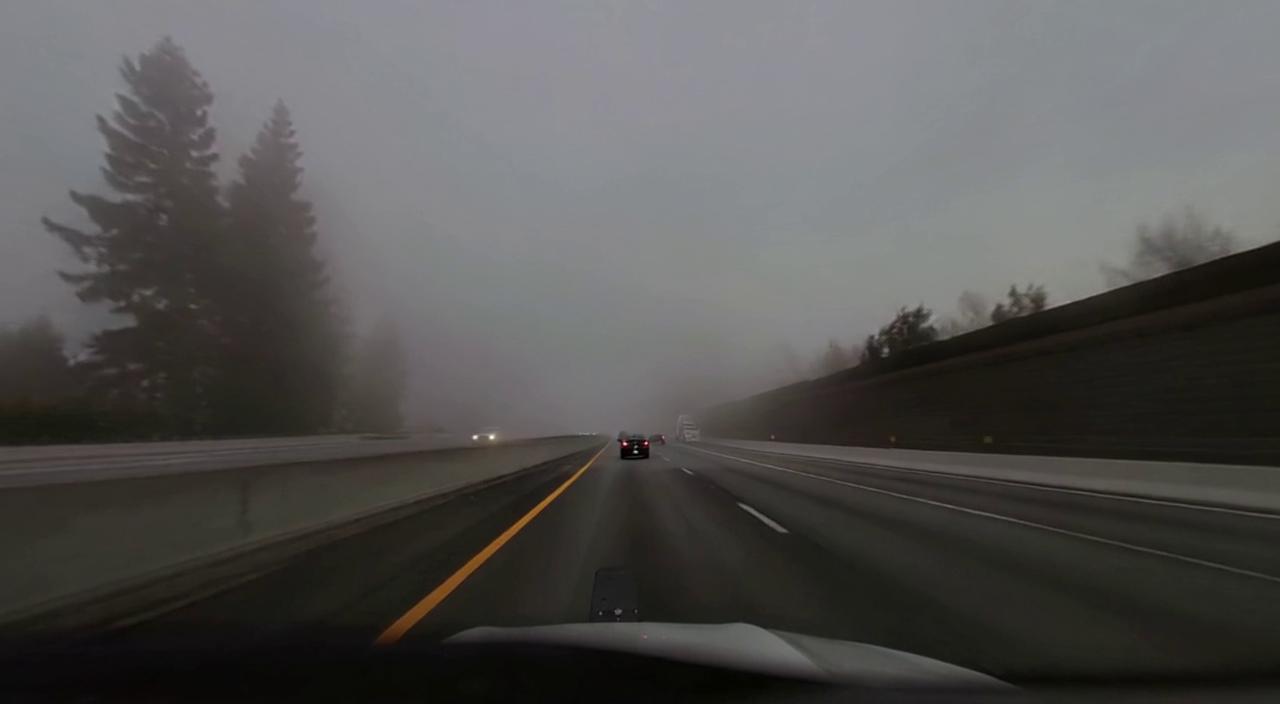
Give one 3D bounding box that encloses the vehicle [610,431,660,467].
[{"bbox_3d":[-0.289,4.388,28.733,2.119,1.480,4.000,0,-8,-2],"label":"vehicle"}]
